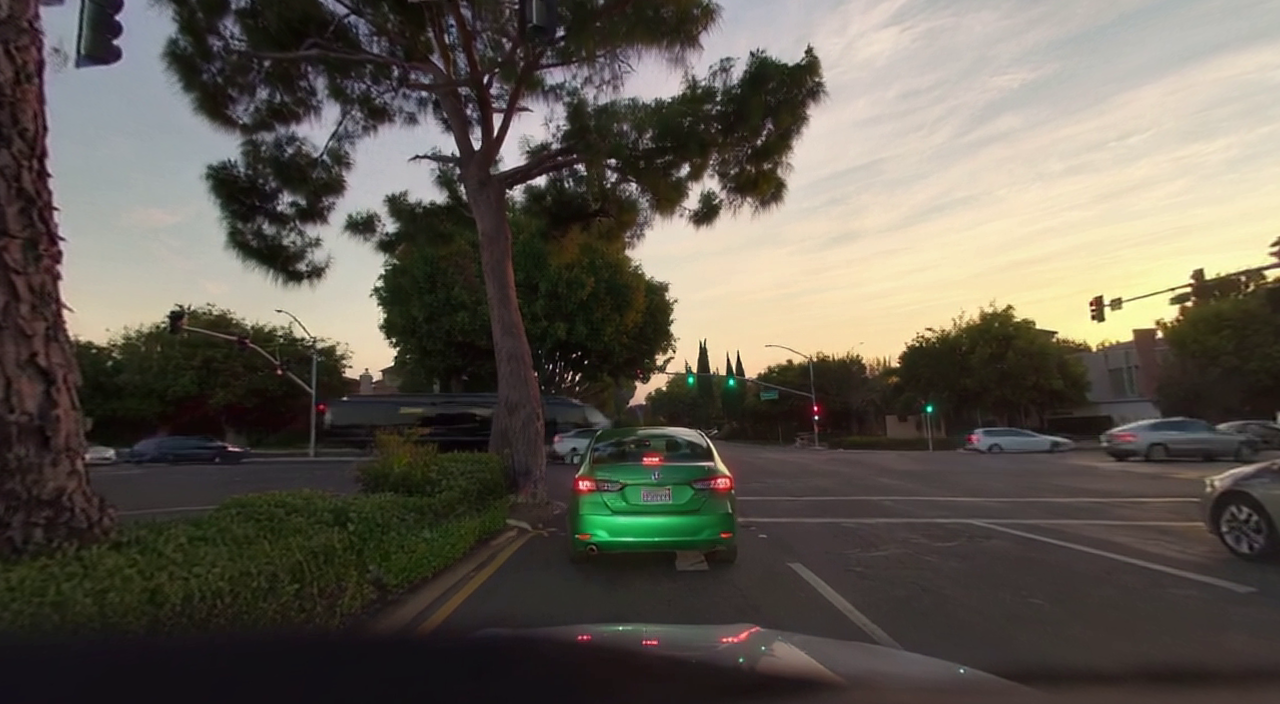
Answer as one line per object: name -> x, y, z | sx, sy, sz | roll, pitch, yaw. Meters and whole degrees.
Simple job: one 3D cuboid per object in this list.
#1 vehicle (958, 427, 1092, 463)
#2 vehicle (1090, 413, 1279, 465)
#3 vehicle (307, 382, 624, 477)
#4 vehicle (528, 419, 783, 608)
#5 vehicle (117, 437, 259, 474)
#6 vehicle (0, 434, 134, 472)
vehicle -> 16.036, 3.904, 26.437 | 4.399, 1.445, 1.769 | 0, -9, 0
vehicle -> 19.484, 3.142, 22.713 | 4.921, 1.757, 2.036 | 0, -8, 1
vehicle -> -5.930, 2.832, 22.812 | 10.544, 3.126, 2.909 | 0, -8, 1
vehicle -> 0.081, 1.576, 7.033 | 2.041, 1.485, 3.813 | 0, -8, -1
vehicle -> -18.978, 4.347, 26.620 | 4.517, 1.471, 1.854 | 0, -8, 0
vehicle -> -27.268, 4.811, 30.111 | 4.450, 1.684, 1.894 | 0, -8, -1
